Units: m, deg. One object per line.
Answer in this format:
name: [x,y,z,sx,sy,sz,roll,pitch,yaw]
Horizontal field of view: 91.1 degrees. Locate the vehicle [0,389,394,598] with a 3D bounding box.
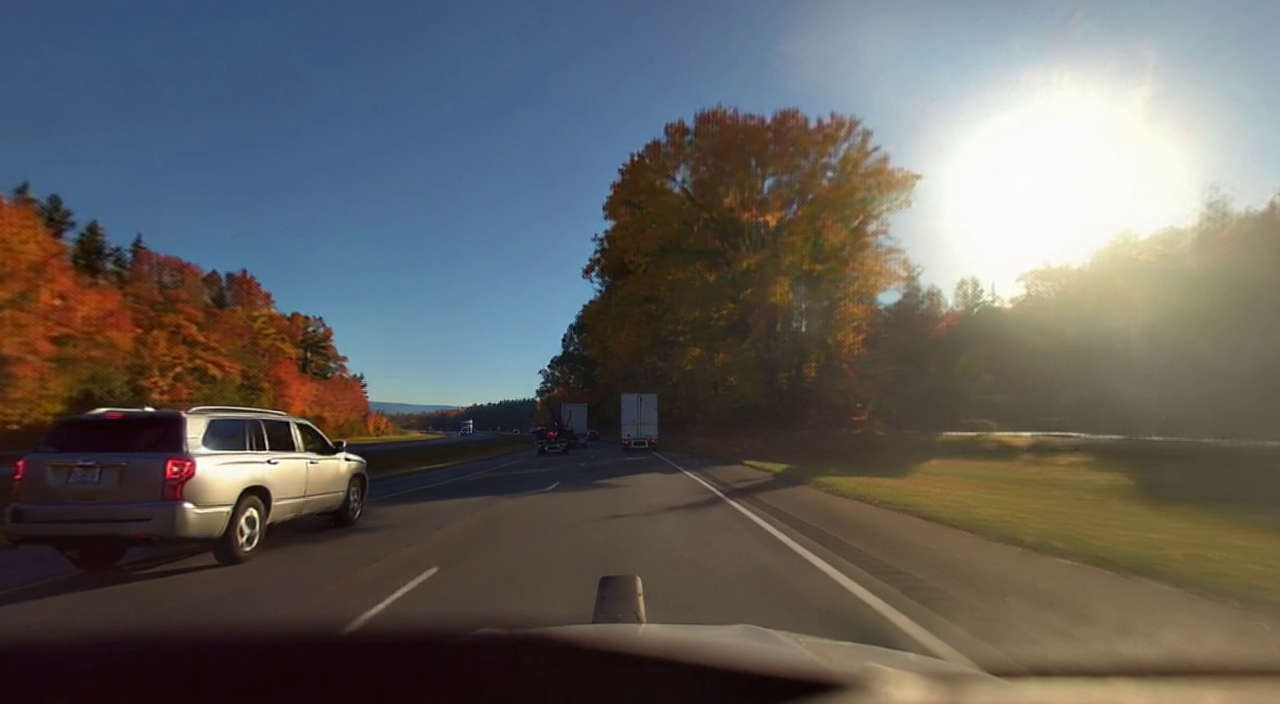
vehicle: [-4.820,1.431,7.354,2.089,1.669,4.515,0,-8,-1]

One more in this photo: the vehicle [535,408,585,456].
vehicle: [-4.868,4.991,39.195,2.383,2.726,5.677,0,-8,0]

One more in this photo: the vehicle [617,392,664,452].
vehicle: [-0.097,5.209,45.806,3.078,3.955,8.774,0,-8,-2]
